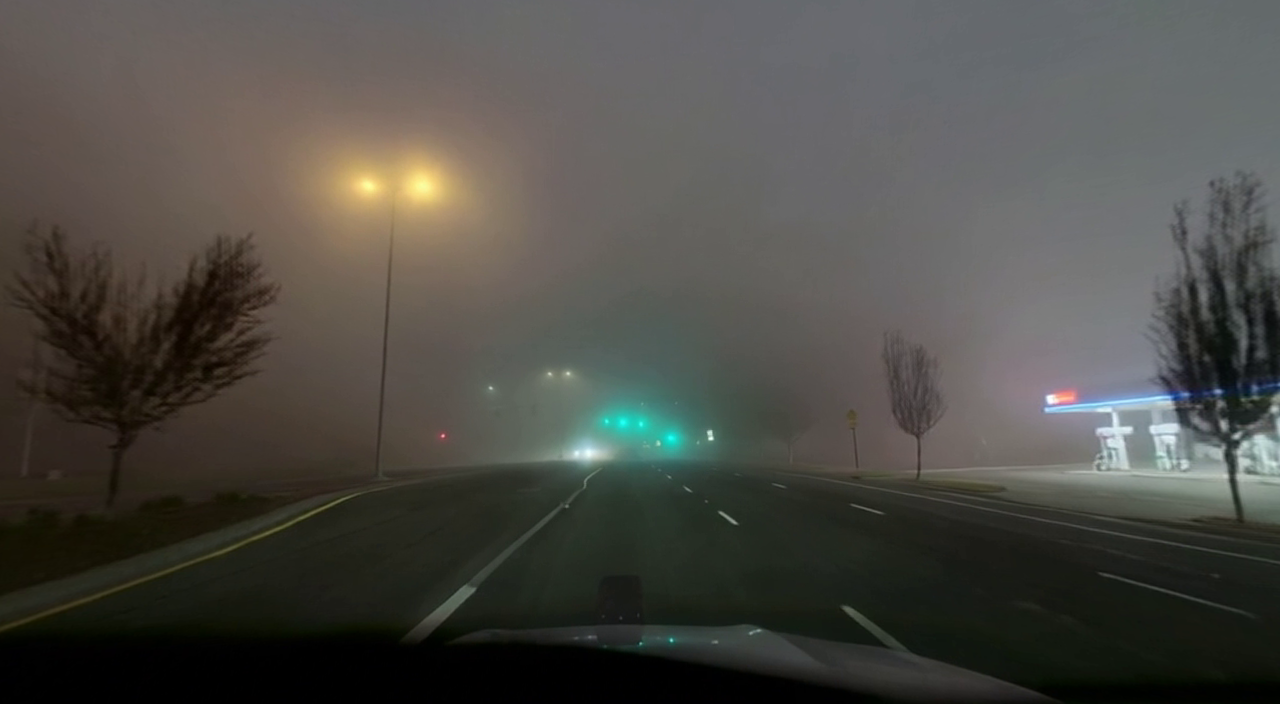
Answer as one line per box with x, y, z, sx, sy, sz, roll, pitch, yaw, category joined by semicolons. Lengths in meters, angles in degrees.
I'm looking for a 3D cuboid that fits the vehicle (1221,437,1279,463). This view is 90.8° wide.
36.741;5.731;36.970;1.665;1.442;3.759;0;-8;-4;vehicle

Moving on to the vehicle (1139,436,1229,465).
31.076;5.641;36.225;1.591;1.491;4.005;-2;-9;1;vehicle
